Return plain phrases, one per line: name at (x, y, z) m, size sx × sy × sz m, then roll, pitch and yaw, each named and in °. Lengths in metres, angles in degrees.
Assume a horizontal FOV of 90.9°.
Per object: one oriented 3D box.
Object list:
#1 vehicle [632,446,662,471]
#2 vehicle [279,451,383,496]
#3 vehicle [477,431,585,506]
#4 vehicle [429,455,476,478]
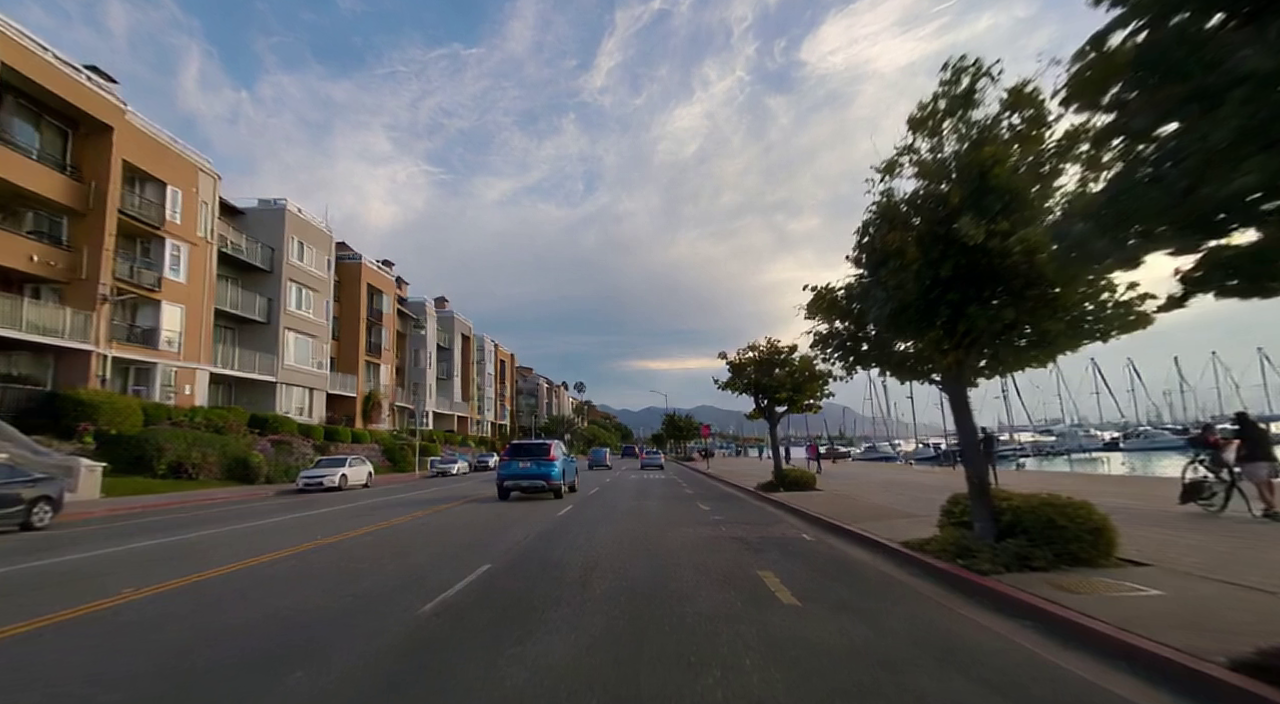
vehicle at (0.527, 7.482, 44.558) m, size 2.057 × 1.624 × 3.726 m, roll -1°, pitch -9°, yaw 2°
vehicle at (-13.288, 5.221, 27.489) m, size 2.128 × 1.716 × 4.479 m, roll -1°, pitch -9°, yaw 2°
vehicle at (-2.912, 3.238, 17.998) m, size 2.082 × 1.817 × 4.724 m, roll -1°, pitch -9°, yaw 2°
vehicle at (-13.274, 8.127, 44.999) m, size 1.871 × 1.463 × 4.555 m, roll -1°, pitch -9°, yaw 1°
